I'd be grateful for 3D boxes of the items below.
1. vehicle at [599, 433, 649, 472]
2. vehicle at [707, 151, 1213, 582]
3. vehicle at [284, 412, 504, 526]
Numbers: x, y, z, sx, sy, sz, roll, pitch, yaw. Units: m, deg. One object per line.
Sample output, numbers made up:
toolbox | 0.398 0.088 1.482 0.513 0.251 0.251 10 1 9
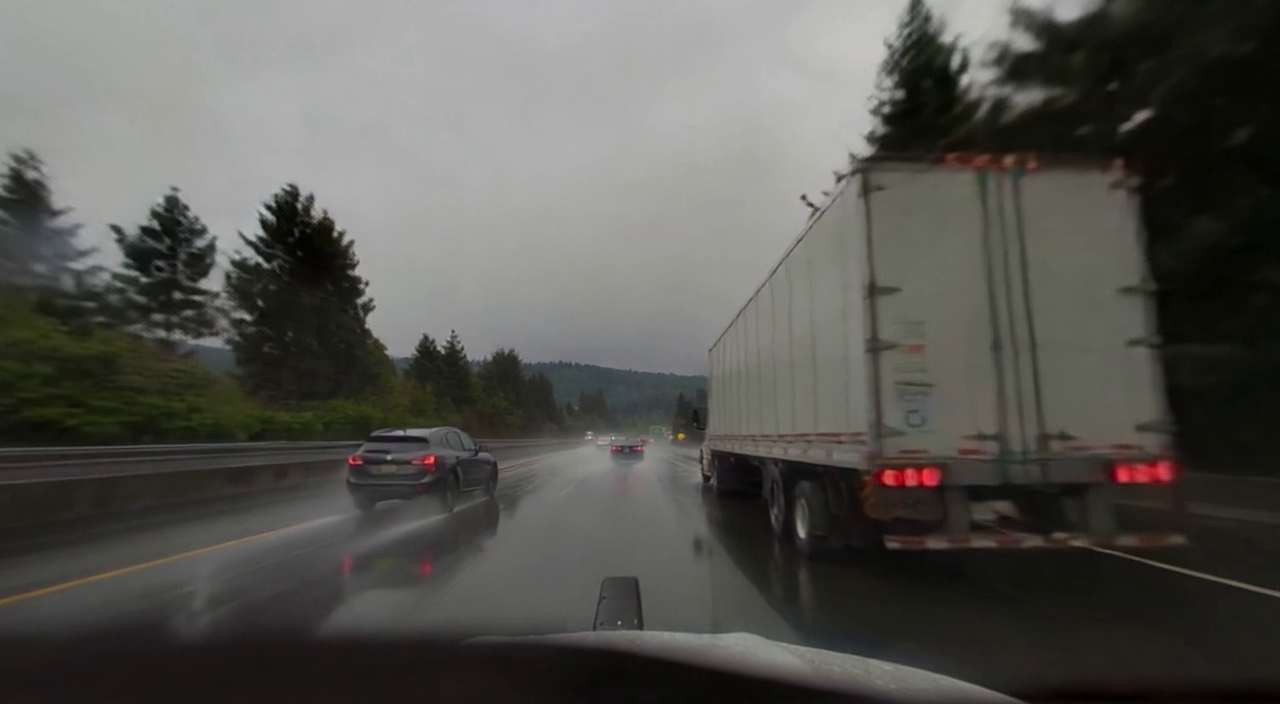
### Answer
vehicle | -0.661 4.422 27.884 2.048 1.563 4.087 0 -8 0
vehicle | 3.716 1.048 13.232 2.946 4.111 14.652 0 -8 0
vehicle | -4.220 2.090 11.850 2.264 1.699 4.648 0 -8 0
